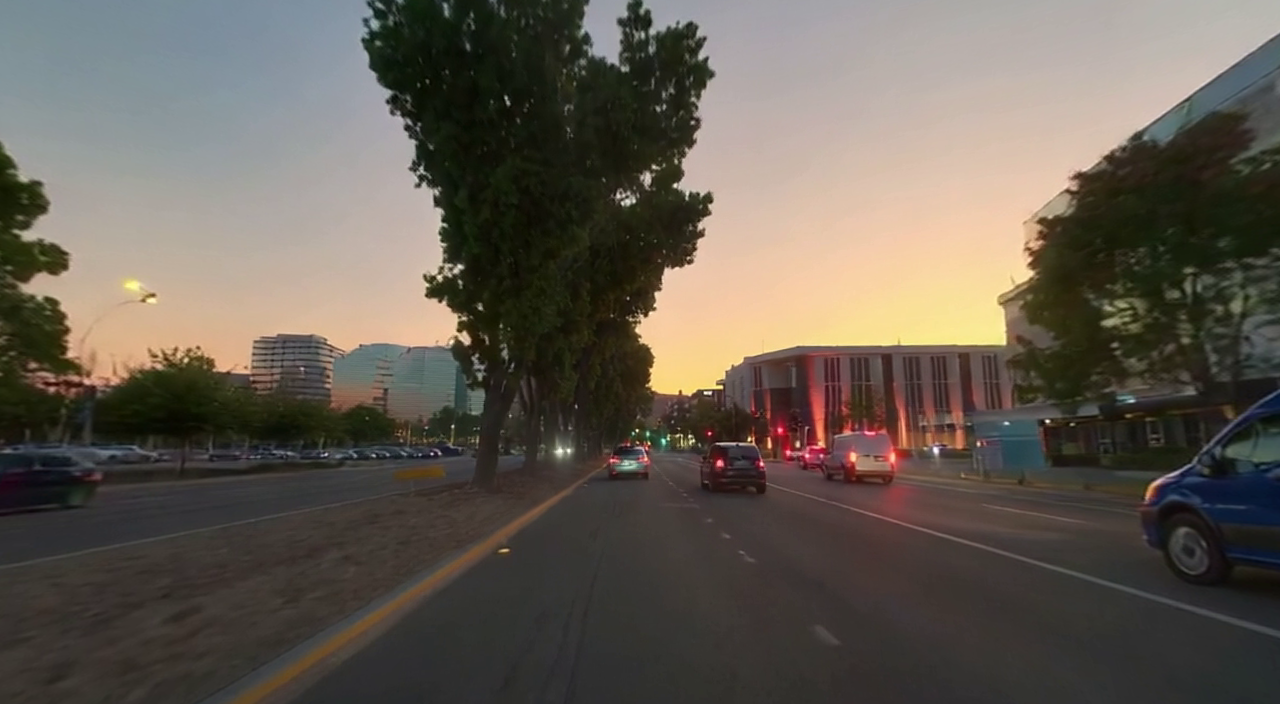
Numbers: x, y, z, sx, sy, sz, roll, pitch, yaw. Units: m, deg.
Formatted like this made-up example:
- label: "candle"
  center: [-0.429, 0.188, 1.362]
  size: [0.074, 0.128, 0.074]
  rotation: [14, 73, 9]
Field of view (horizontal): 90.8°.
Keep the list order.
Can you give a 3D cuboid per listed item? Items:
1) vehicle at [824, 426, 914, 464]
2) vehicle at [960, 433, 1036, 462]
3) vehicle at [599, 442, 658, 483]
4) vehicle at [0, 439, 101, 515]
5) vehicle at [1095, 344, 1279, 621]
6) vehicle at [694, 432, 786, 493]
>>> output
- label: "vehicle"
  center: [17.594, 7.172, 48.806]
  size: [5.907, 2.777, 2.431]
  rotation: [0, -8, -2]
- label: "vehicle"
  center: [27.488, 7.334, 48.547]
  size: [4.770, 2.109, 2.230]
  rotation: [2, -9, -16]
- label: "vehicle"
  center: [-0.412, 4.242, 24.559]
  size: [2.095, 1.456, 3.873]
  rotation: [0, -8, 0]
- label: "vehicle"
  center: [-15.172, 2.841, 14.421]
  size: [1.919, 1.666, 4.288]
  rotation: [0, -8, 0]
- label: "vehicle"
  center: [6.277, 0.868, 3.968]
  size: [2.573, 2.127, 5.568]
  rotation: [0, -9, -1]
- label: "vehicle"
  center: [3.003, 3.422, 19.923]
  size: [2.047, 1.711, 4.265]
  rotation: [0, -8, -2]
